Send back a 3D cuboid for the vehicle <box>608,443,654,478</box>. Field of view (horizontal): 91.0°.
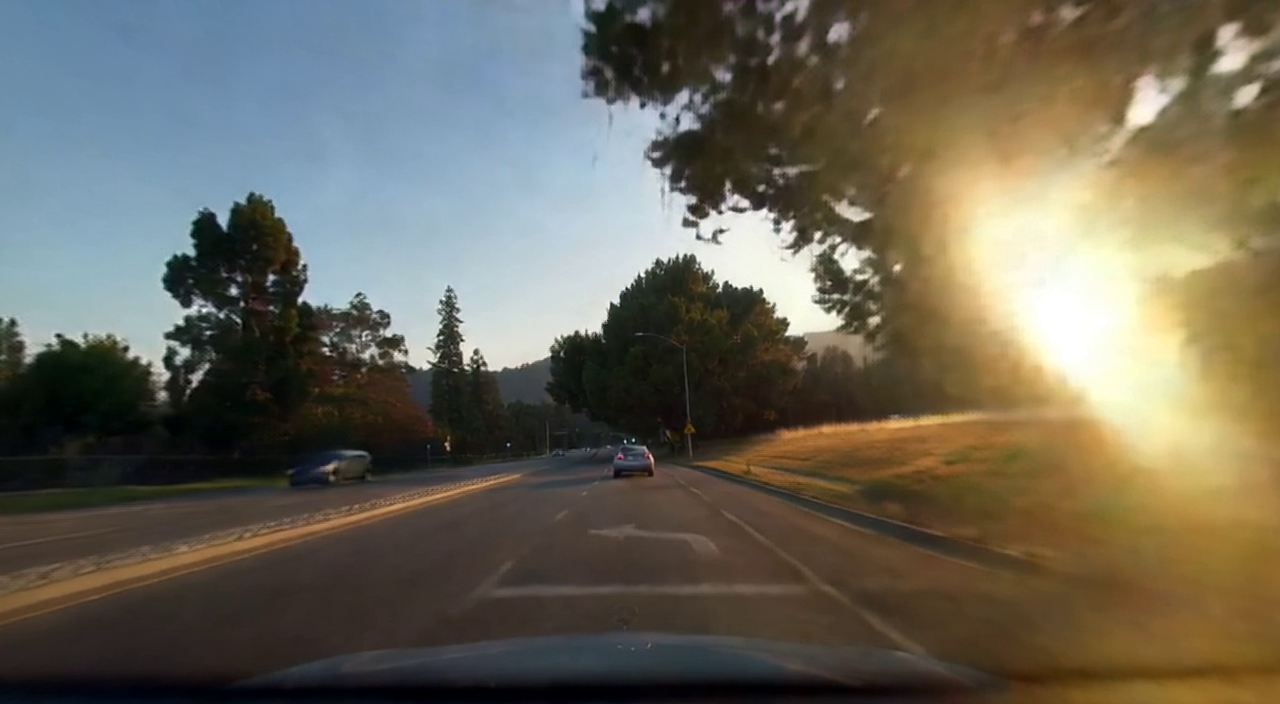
[{"bbox_3d":[-0.430,4.889,28.547,1.954,1.469,3.465,0,-9,-1],"label":"vehicle"}]
